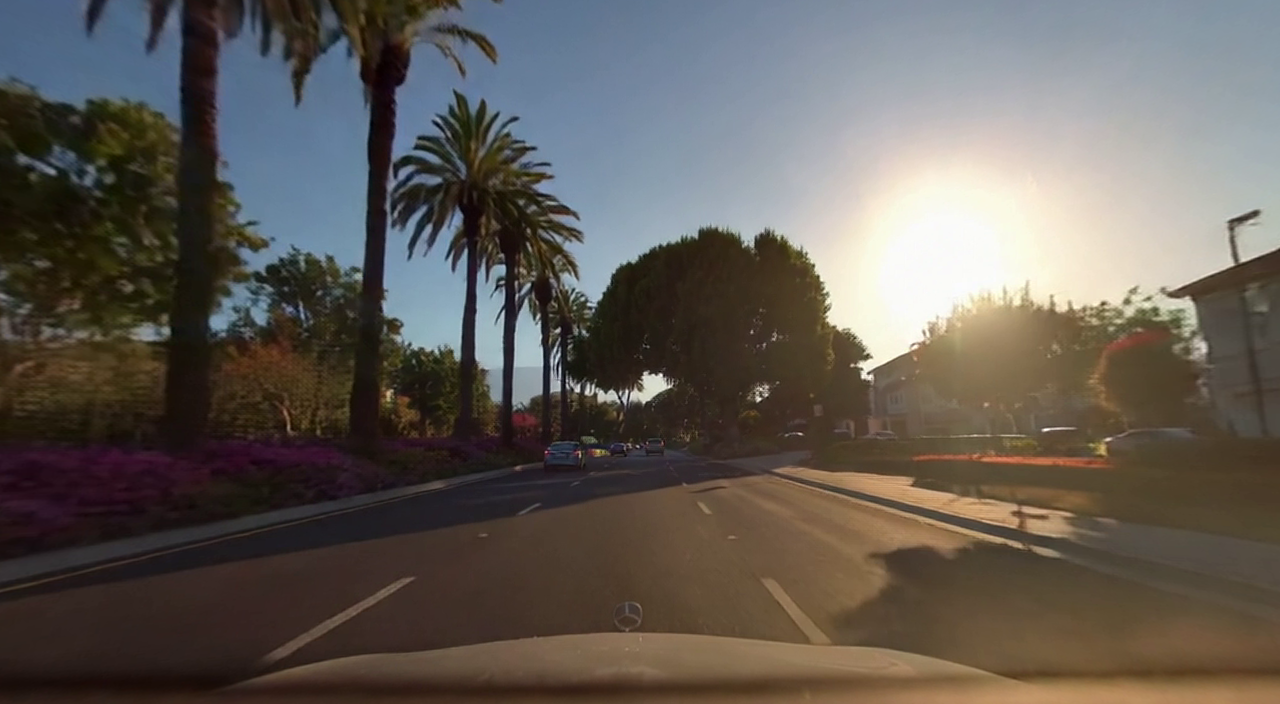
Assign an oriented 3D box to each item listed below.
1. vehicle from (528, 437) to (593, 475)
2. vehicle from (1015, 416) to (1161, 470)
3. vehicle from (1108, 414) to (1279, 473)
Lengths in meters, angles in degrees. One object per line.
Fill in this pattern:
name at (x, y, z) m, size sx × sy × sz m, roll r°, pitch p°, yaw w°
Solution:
vehicle at (-3.254, 4.370, 26.637) m, size 2.036 × 1.478 × 4.508 m, roll 0°, pitch -8°, yaw 2°
vehicle at (20.489, 4.193, 29.101) m, size 2.624 × 2.088 × 5.064 m, roll -3°, pitch -8°, yaw -6°
vehicle at (21.340, 3.391, 23.193) m, size 2.426 × 1.902 × 6.126 m, roll 3°, pitch -9°, yaw -16°
